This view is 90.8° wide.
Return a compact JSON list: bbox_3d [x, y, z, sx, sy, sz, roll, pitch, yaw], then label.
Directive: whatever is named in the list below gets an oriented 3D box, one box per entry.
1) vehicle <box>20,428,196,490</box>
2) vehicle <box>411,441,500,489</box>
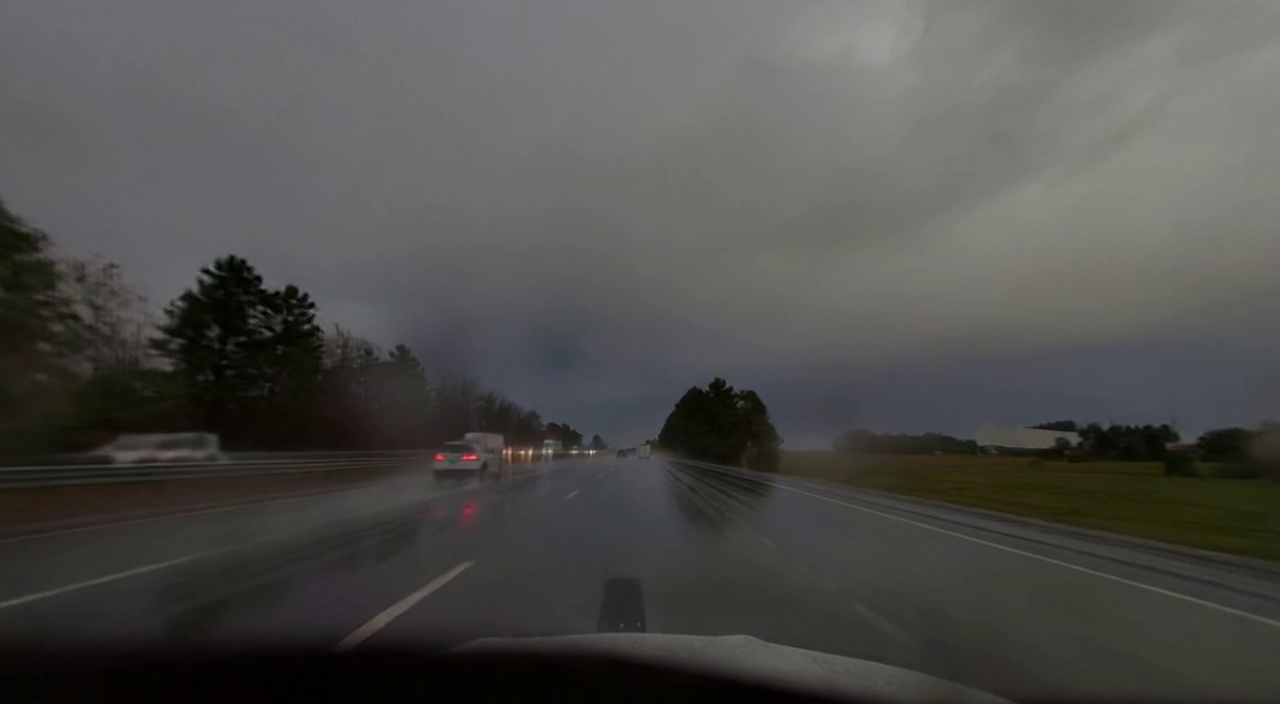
[{"bbox_3d":[-19.060,3.849,23.005,2.181,1.998,4.770,0,-9,0],"label":"vehicle"},{"bbox_3d":[-6.943,4.294,24.283,2.115,1.664,4.259,0,-9,0],"label":"vehicle"}]
